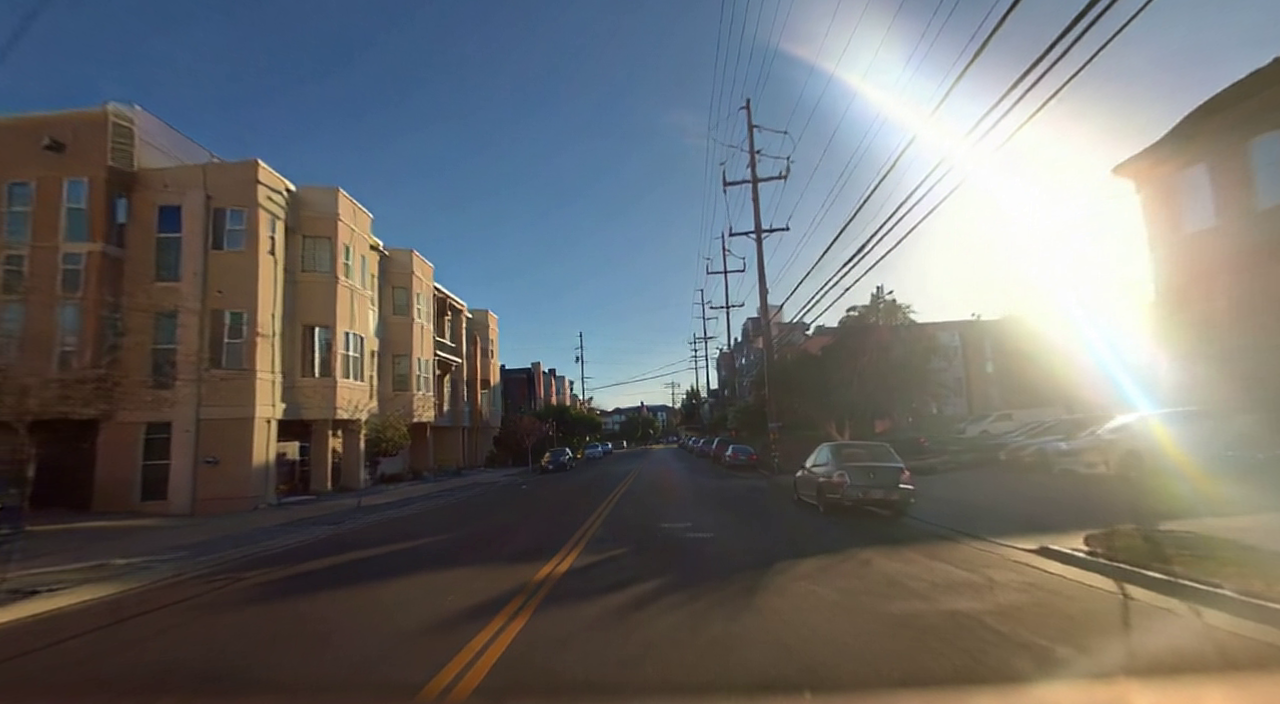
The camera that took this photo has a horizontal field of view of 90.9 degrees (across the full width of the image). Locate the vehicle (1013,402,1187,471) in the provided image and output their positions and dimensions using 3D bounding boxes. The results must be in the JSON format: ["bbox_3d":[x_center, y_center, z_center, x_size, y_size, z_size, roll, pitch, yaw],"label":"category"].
[{"bbox_3d":[11.092,2.099,15.556,1.801,1.491,3.488,-1,-8,5],"label":"vehicle"}]

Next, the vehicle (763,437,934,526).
[{"bbox_3d":[3.912,2.482,12.844,1.928,1.440,4.738,0,-8,1],"label":"vehicle"}]

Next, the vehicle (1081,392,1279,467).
[{"bbox_3d":[13.278,1.929,15.416,1.997,1.546,4.370,-1,-8,4],"label":"vehicle"}]

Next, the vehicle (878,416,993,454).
[{"bbox_3d":[14.008,4.022,30.210,1.897,1.659,4.648,4,-9,-28],"label":"vehicle"}]

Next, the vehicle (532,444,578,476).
[{"bbox_3d":[-4.833,6.181,36.433,1.913,1.672,4.267,-1,-8,2],"label":"vehicle"}]

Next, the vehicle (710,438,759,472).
[{"bbox_3d":[4.682,5.173,31.821,1.914,1.591,3.892,0,-8,1],"label":"vehicle"}]
